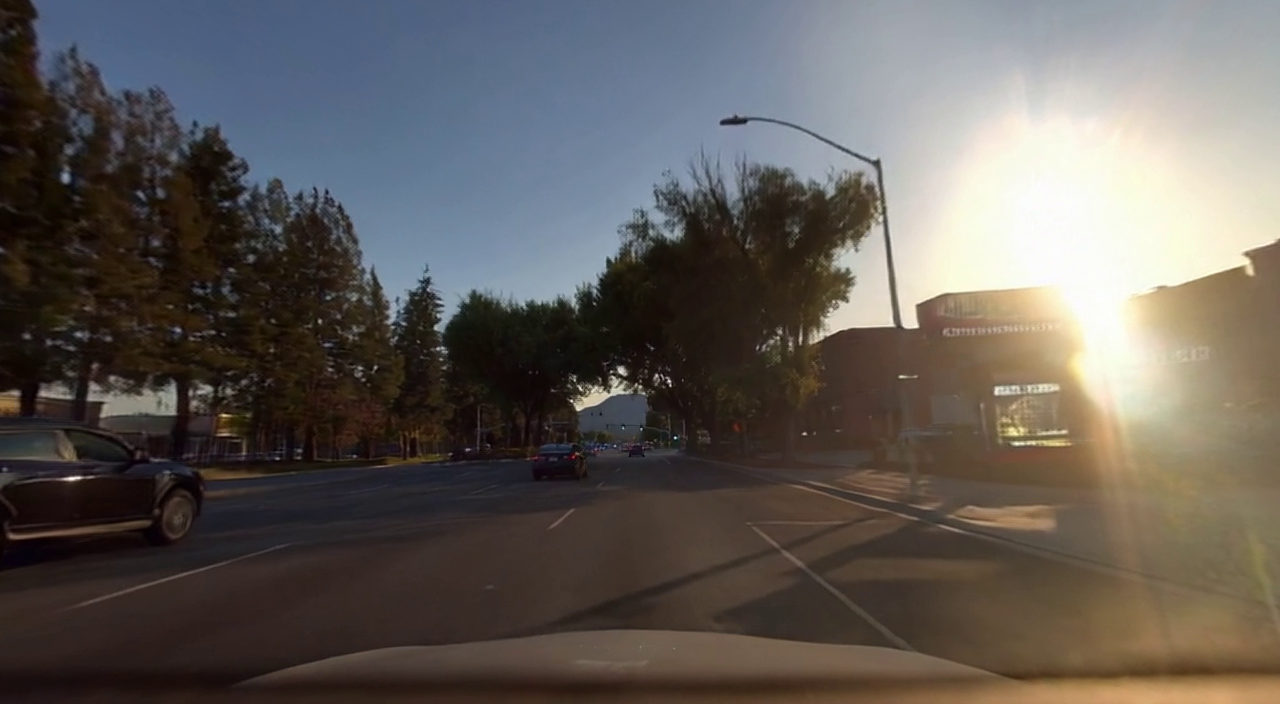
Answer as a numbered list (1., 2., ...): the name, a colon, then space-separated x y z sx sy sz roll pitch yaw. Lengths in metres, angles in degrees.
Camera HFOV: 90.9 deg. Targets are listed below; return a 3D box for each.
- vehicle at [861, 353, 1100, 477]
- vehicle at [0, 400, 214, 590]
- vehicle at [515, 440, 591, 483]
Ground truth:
1. vehicle: 12.059 2.679 24.301 2.995 3.704 10.928 0 -9 -1
2. vehicle: -6.883 1.389 6.313 2.043 1.726 4.472 0 -9 0
3. vehicle: -3.193 4.130 24.078 2.152 1.479 4.394 0 -9 1
